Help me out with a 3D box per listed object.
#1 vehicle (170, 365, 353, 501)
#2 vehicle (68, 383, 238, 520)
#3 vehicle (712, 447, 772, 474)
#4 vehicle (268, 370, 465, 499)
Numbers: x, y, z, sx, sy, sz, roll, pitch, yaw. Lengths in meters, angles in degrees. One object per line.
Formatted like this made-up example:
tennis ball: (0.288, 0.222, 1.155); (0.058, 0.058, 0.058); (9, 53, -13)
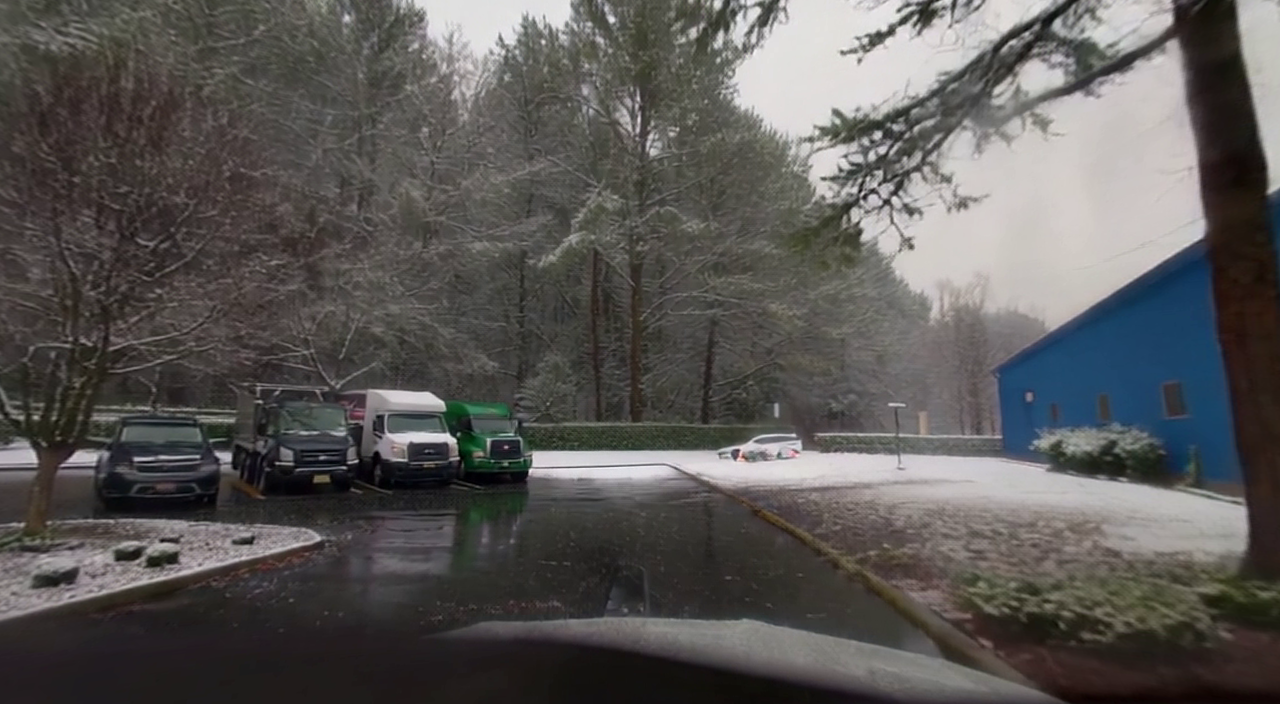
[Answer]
vehicle: (-14.325, 3.115, 23.184); (3.038, 3.871, 11.512); (8, -12, -43)
vehicle: (-13.887, 2.772, 17.675); (2.674, 3.007, 7.819); (8, -12, -43)
vehicle: (6.003, 6.309, 36.904); (1.809, 1.506, 3.473); (-8, -12, 42)
vehicle: (-11.387, 3.423, 25.191); (2.948, 4.069, 11.906); (8, -12, -44)
